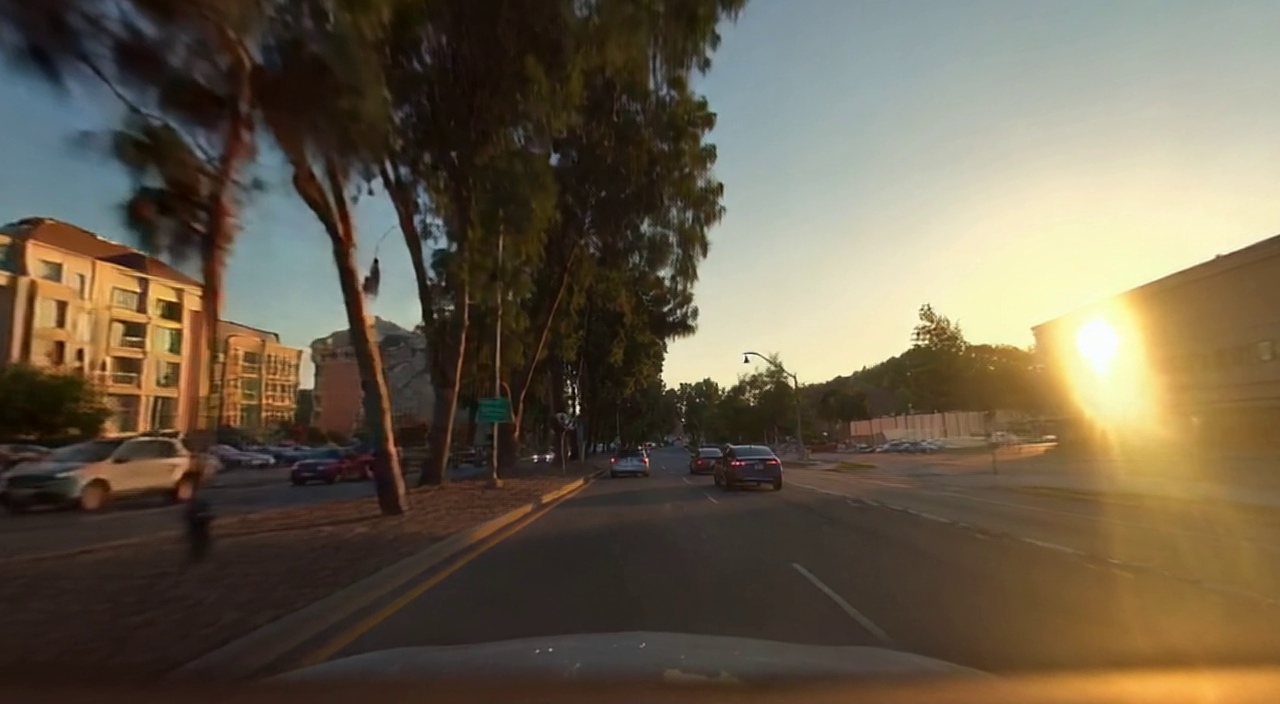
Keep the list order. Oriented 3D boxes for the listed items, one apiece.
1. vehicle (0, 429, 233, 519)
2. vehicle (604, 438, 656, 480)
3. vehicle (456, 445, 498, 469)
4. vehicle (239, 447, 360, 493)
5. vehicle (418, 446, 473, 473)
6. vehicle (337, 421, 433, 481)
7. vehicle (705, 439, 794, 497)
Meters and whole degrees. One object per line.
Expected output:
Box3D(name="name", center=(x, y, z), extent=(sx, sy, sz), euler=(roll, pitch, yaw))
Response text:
Box3D(name="vehicle", center=(-12.480, 2.852, 15.310), extent=(2.021, 1.817, 4.740), euler=(0, -9, 0))
Box3D(name="vehicle", center=(-0.398, 4.702, 28.019), extent=(2.101, 1.694, 3.979), euler=(0, -9, 0))
Box3D(name="vehicle", center=(-12.215, 7.883, 47.699), extent=(2.002, 1.686, 4.477), euler=(-1, -8, 0))
Box3D(name="vehicle", center=(-12.165, 4.203, 22.974), extent=(1.923, 1.502, 4.422), euler=(0, -9, 0))
Box3D(name="vehicle", center=(-11.933, 6.620, 39.150), extent=(2.048, 1.470, 4.514), euler=(-2, -8, -1))
Box3D(name="vehicle", center=(-12.271, 4.790, 30.994), extent=(2.263, 2.542, 5.913), euler=(-2, -8, 0))
Box3D(name="vehicle", center=(3.068, 3.341, 18.546), extent=(1.852, 1.498, 3.825), euler=(0, -9, -1))
